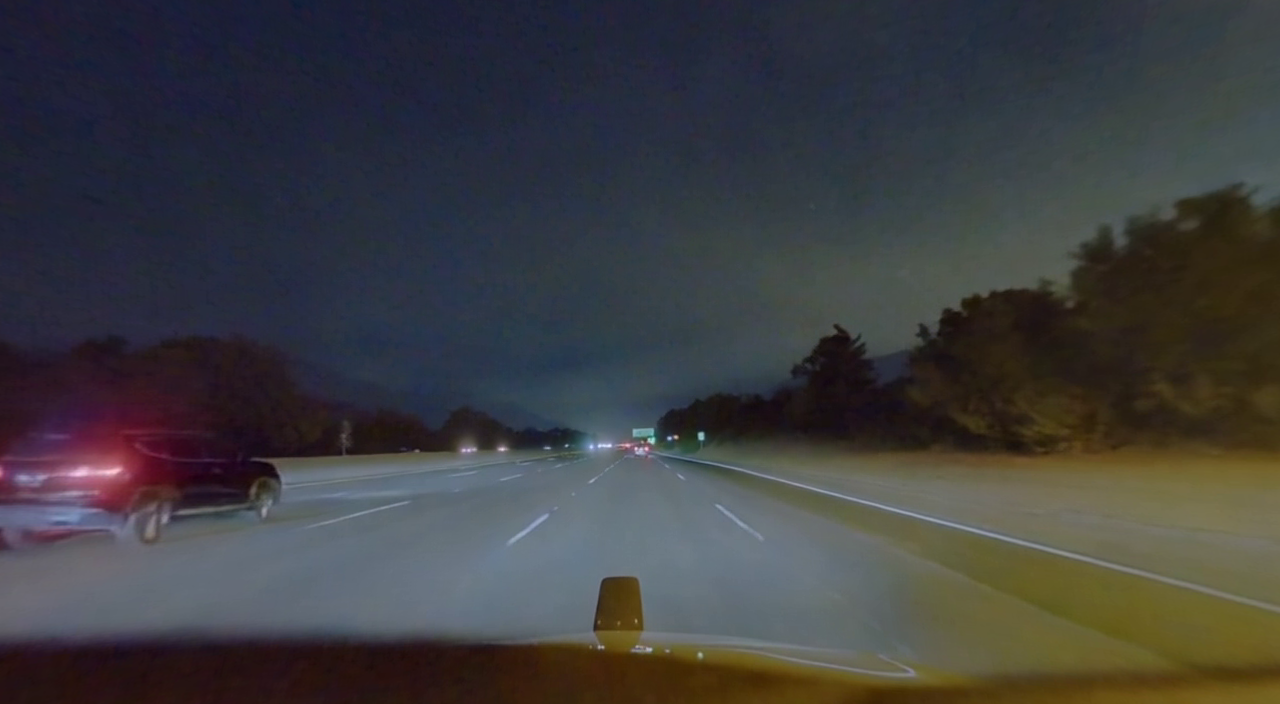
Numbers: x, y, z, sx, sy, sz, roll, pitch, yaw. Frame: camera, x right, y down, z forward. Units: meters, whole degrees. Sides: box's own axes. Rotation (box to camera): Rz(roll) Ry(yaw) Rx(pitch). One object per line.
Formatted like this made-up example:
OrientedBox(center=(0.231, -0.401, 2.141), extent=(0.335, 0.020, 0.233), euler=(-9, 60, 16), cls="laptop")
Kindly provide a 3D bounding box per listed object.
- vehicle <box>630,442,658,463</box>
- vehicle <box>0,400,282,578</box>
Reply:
OrientedBox(center=(0.281, 7.742, 48.789), extent=(2.021, 1.528, 4.154), euler=(0, -8, -1), cls="vehicle")
OrientedBox(center=(-7.479, 1.740, 8.859), extent=(2.032, 1.808, 4.776), euler=(0, -8, 1), cls="vehicle")
